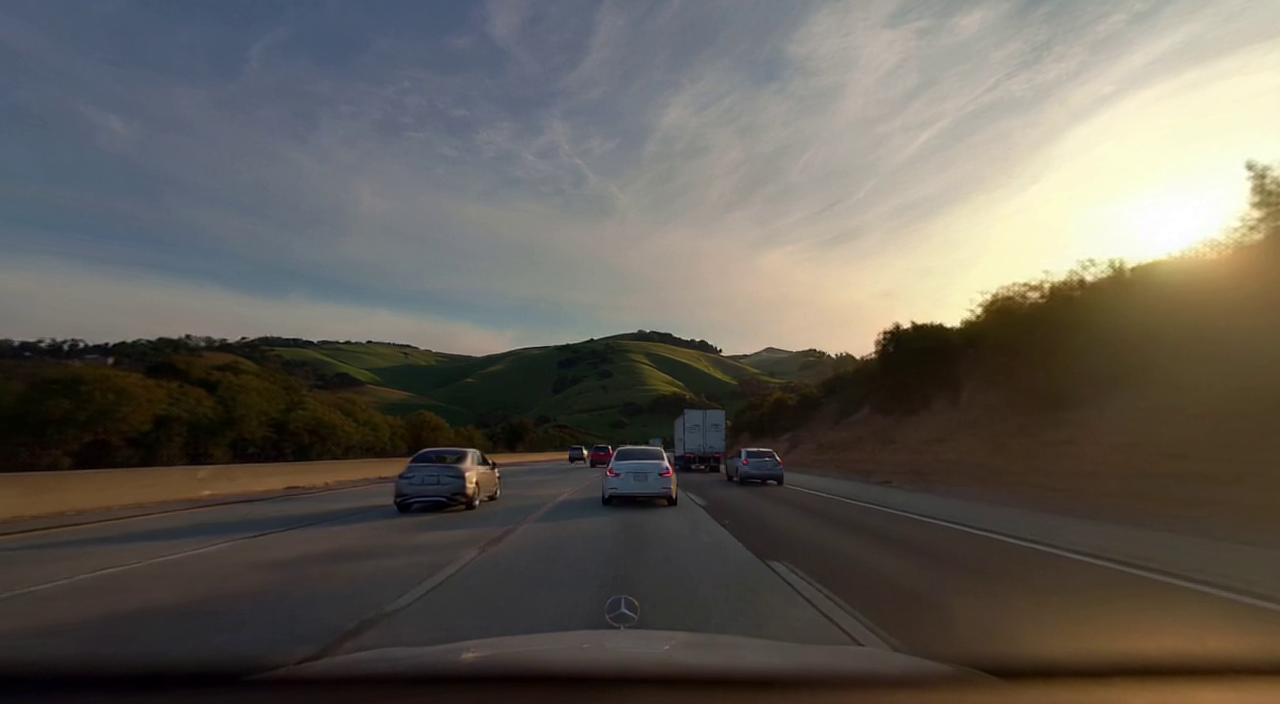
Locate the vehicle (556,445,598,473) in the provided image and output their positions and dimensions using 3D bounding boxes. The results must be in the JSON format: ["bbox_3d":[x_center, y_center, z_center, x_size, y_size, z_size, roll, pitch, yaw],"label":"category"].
[{"bbox_3d":[-4.043,6.918,40.976,2.211,1.669,4.224,0,-9,1],"label":"vehicle"}]

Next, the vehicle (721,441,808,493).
[{"bbox_3d":[4.157,3.915,21.840,2.029,1.579,4.484,0,-9,-1],"label":"vehicle"}]

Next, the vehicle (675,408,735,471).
[{"bbox_3d":[4.644,6.965,49.102,3.194,4.038,16.301,0,-9,1],"label":"vehicle"}]

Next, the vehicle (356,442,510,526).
[{"bbox_3d":[-4.128,2.686,13.305,1.848,1.486,3.832,0,-9,1],"label":"vehicle"}]

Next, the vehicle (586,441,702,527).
[{"bbox_3d":[0.078,2.599,12.891,2.041,1.484,3.535,0,-9,0],"label":"vehicle"}]
